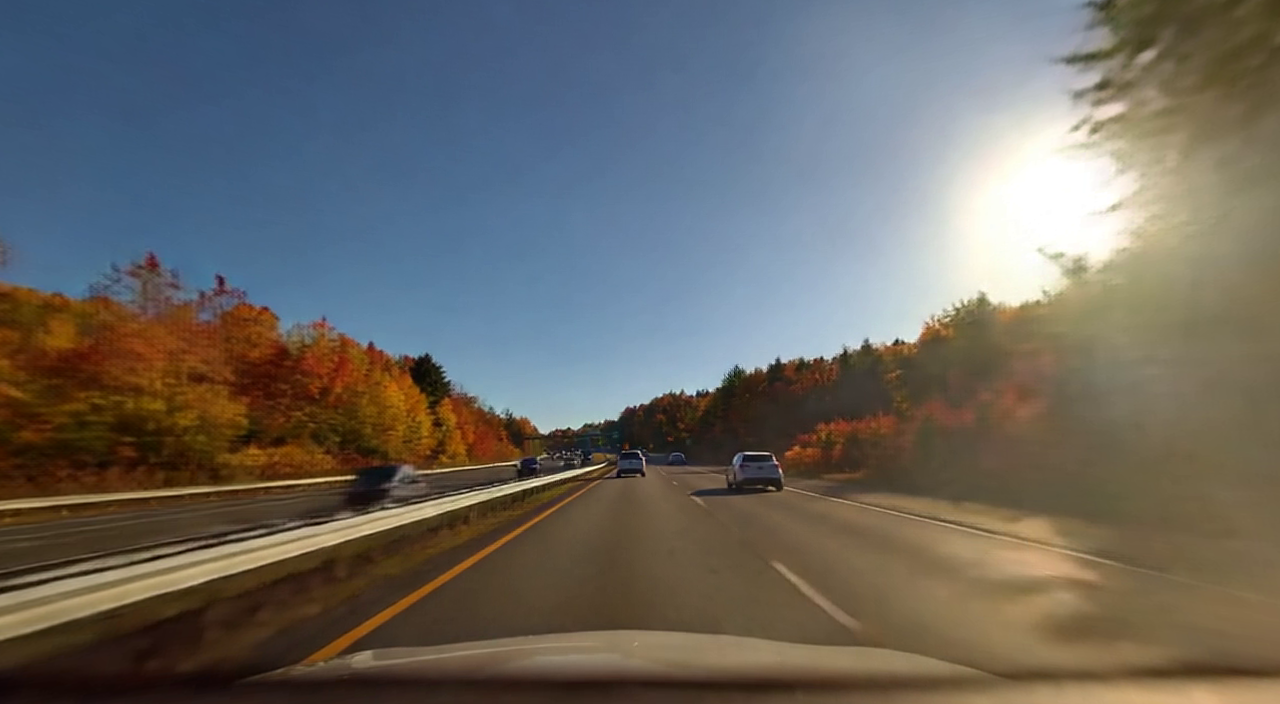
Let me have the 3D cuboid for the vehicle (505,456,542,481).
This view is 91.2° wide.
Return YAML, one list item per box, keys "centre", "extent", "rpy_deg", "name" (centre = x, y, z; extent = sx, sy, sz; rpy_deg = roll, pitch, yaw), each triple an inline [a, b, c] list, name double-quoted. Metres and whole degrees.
- centre: [-9.005, 9.023, 48.865]
  extent: [1.932, 1.738, 4.571]
  rpy_deg: [-1, -9, 1]
  name: "vehicle"

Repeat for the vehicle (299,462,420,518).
- centre: [-9.245, 4.566, 21.176]
  extent: [1.935, 1.532, 4.629]
  rpy_deg: [-1, -9, 0]
  name: "vehicle"

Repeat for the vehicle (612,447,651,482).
- centre: [-0.413, 5.914, 33.092]
  extent: [1.937, 1.699, 3.936]
  rpy_deg: [-1, -9, 0]
  name: "vehicle"

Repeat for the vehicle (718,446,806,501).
- centre: [3.709, 3.777, 19.876]
  extent: [1.843, 1.505, 4.339]
  rpy_deg: [0, -9, -1]
  name: "vehicle"
